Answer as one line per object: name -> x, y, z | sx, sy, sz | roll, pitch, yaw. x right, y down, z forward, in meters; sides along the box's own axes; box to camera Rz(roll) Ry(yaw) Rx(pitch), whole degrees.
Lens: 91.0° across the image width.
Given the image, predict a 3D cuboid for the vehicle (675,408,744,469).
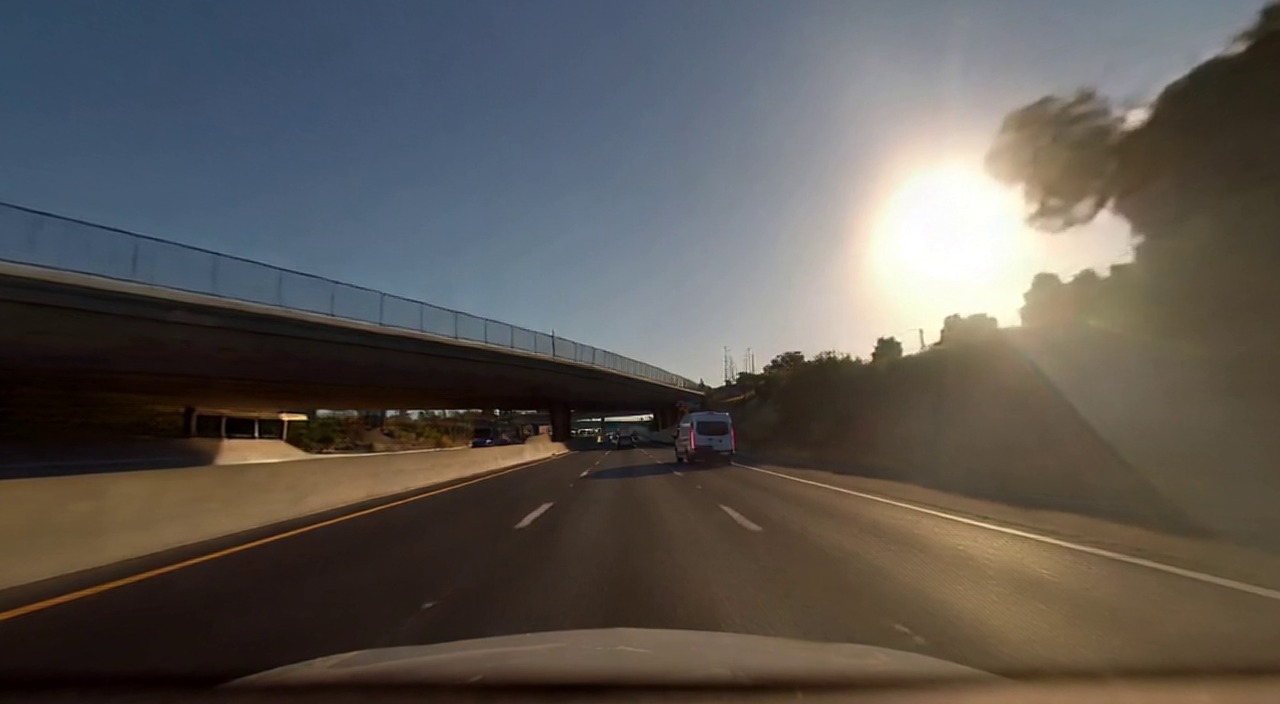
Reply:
vehicle -> 3.280, 4.316, 31.407 | 2.431, 2.667, 6.921 | 0, -8, -2
